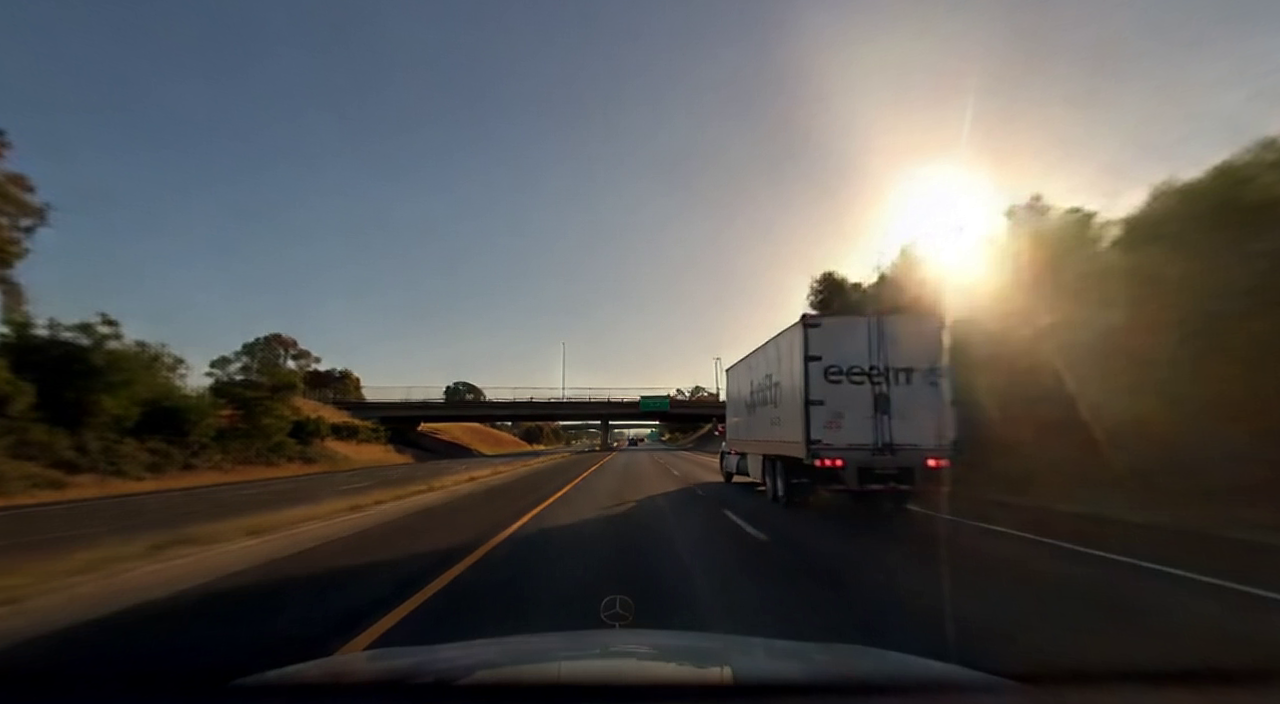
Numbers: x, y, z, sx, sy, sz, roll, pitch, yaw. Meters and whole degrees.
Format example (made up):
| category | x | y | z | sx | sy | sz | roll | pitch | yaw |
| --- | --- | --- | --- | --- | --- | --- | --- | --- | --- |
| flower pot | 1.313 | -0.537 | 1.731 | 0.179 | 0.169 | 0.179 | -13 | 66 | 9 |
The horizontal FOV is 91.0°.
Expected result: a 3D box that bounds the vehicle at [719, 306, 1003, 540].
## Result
| category | x | y | z | sx | sy | sz | roll | pitch | yaw |
| --- | --- | --- | --- | --- | --- | --- | --- | --- | --- |
| vehicle | 3.462 | 1.435 | 12.263 | 2.702 | 3.193 | 7.196 | 0 | -8 | -1 |
